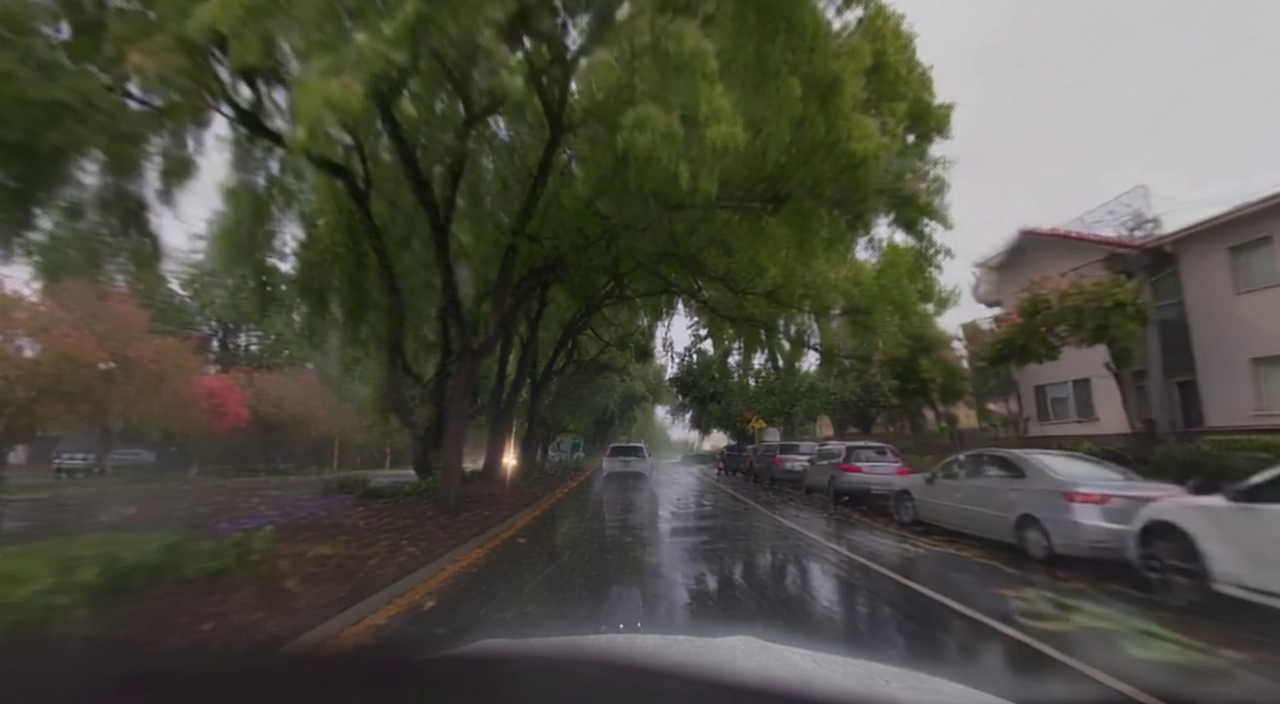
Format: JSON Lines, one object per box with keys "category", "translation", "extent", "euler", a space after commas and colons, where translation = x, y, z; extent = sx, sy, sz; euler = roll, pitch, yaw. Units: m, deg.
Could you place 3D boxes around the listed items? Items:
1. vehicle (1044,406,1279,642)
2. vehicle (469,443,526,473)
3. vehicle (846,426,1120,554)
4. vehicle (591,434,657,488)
{"category": "vehicle", "translation": [5.776, 1.319, 4.931], "extent": [1.930, 1.752, 5.039], "euler": [0, -9, 1]}
{"category": "vehicle", "translation": [-7.591, 5.667, 34.082], "extent": [2.105, 1.474, 4.808], "euler": [0, -8, -2]}
{"category": "vehicle", "translation": [5.392, 2.205, 10.867], "extent": [2.018, 1.708, 4.541], "euler": [0, -9, -2]}
{"category": "vehicle", "translation": [-0.544, 3.735, 21.966], "extent": [2.070, 1.698, 3.925], "euler": [0, -9, -1]}
